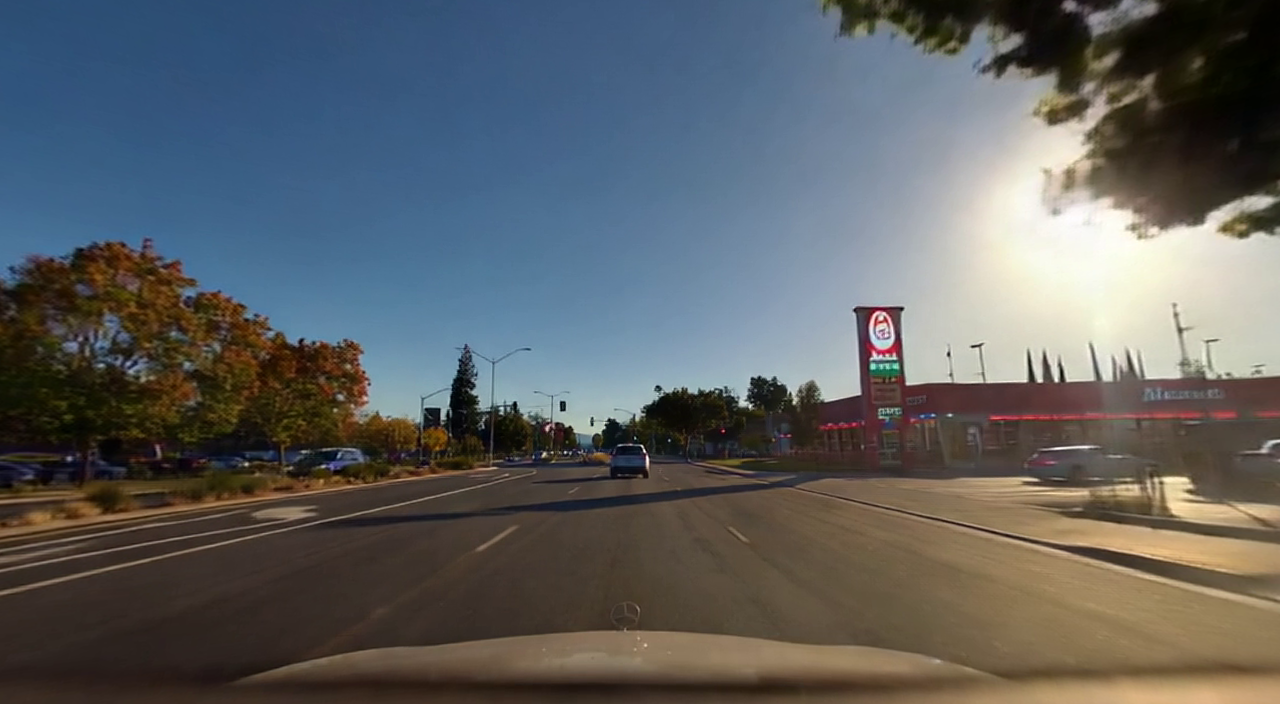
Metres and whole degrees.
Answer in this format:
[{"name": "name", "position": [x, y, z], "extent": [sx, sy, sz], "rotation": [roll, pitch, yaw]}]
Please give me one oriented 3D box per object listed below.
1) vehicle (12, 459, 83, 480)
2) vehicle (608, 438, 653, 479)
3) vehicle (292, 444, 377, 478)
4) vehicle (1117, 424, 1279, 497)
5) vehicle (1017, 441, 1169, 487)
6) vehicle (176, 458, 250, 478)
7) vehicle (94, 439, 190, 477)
[{"name": "vehicle", "position": [-45.555, 9.011, 48.663], "extent": [1.750, 1.432, 3.827], "rotation": [0, -9, 0]}, {"name": "vehicle", "position": [-0.455, 5.377, 32.147], "extent": [2.096, 1.961, 4.259], "rotation": [0, -9, 0]}, {"name": "vehicle", "position": [-20.168, 7.204, 42.122], "extent": [2.492, 2.083, 6.312], "rotation": [0, -9, 1]}, {"name": "vehicle", "position": [16.377, 2.965, 17.440], "extent": [4.629, 1.829, 2.025], "rotation": [-1, -10, 1]}, {"name": "vehicle", "position": [16.250, 4.039, 22.812], "extent": [4.026, 1.463, 1.826], "rotation": [-1, -10, -2]}, {"name": "vehicle", "position": [-32.206, 8.739, 47.720], "extent": [4.063, 1.479, 1.939], "rotation": [0, -9, -2]}, {"name": "vehicle", "position": [-32.882, 7.022, 42.020], "extent": [2.818, 2.313, 5.508], "rotation": [3, -9, -14]}]
